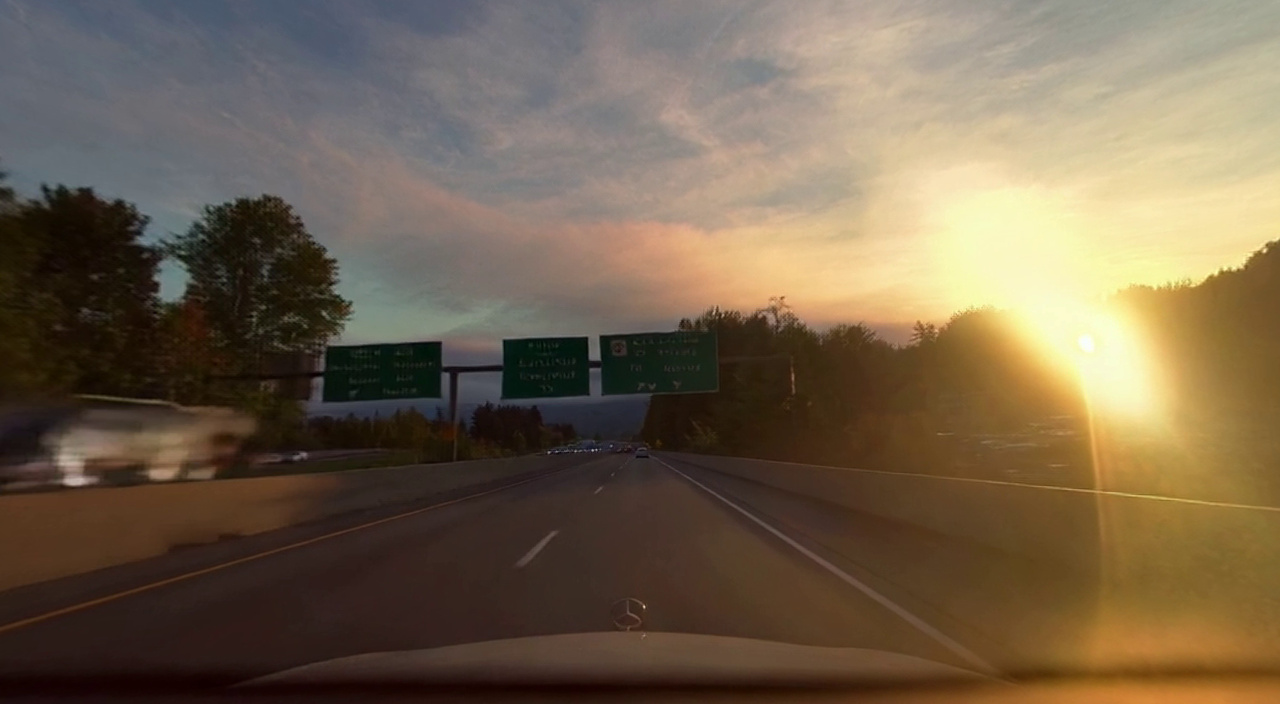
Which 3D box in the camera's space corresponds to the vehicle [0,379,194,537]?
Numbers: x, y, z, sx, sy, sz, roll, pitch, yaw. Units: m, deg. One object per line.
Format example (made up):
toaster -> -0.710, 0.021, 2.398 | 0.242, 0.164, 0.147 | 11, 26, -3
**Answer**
vehicle -> -10.617, 1.752, 10.504 | 2.368, 2.301, 5.356 | 0, -9, 0
